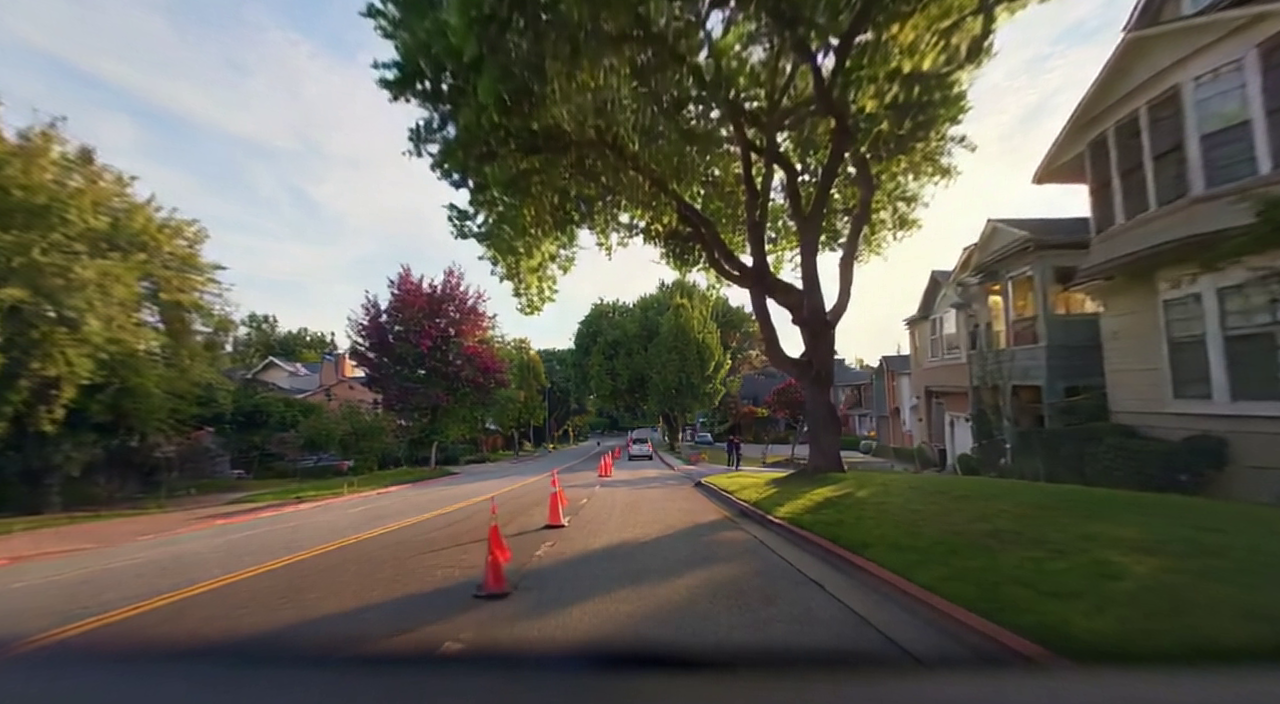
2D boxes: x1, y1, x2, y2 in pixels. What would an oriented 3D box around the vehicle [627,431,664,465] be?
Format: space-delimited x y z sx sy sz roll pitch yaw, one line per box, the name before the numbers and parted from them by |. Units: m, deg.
vehicle | 0.290 6.133 40.535 2.169 2.015 5.206 0 -8 -1
